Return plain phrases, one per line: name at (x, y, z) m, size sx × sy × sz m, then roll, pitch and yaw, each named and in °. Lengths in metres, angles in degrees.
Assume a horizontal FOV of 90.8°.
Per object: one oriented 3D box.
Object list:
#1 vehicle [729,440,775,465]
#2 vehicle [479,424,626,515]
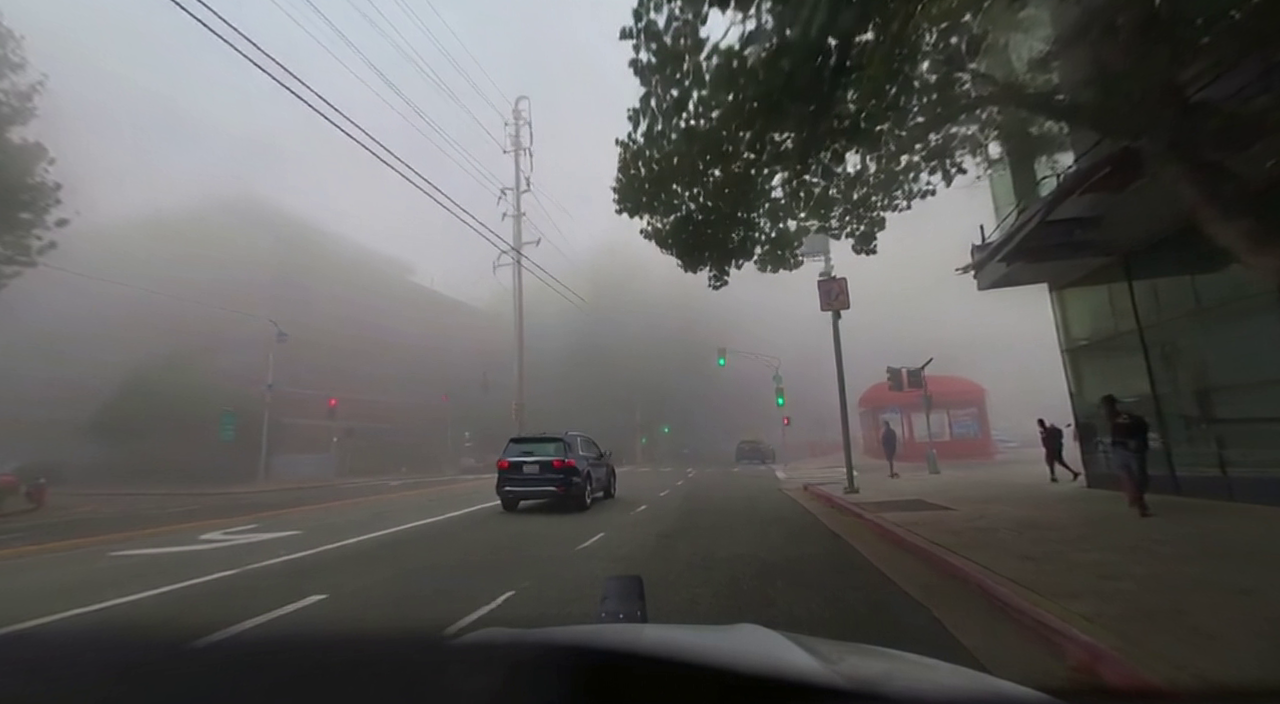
vehicle at (7.122, 6.307, 39.765) m, size 2.006 × 1.470 × 4.099 m, roll -4°, pitch -9°, yaw 22°
vehicle at (-1.766, 2.620, 14.478) m, size 2.101 × 1.721 × 4.364 m, roll -1°, pitch -9°, yaw 9°
